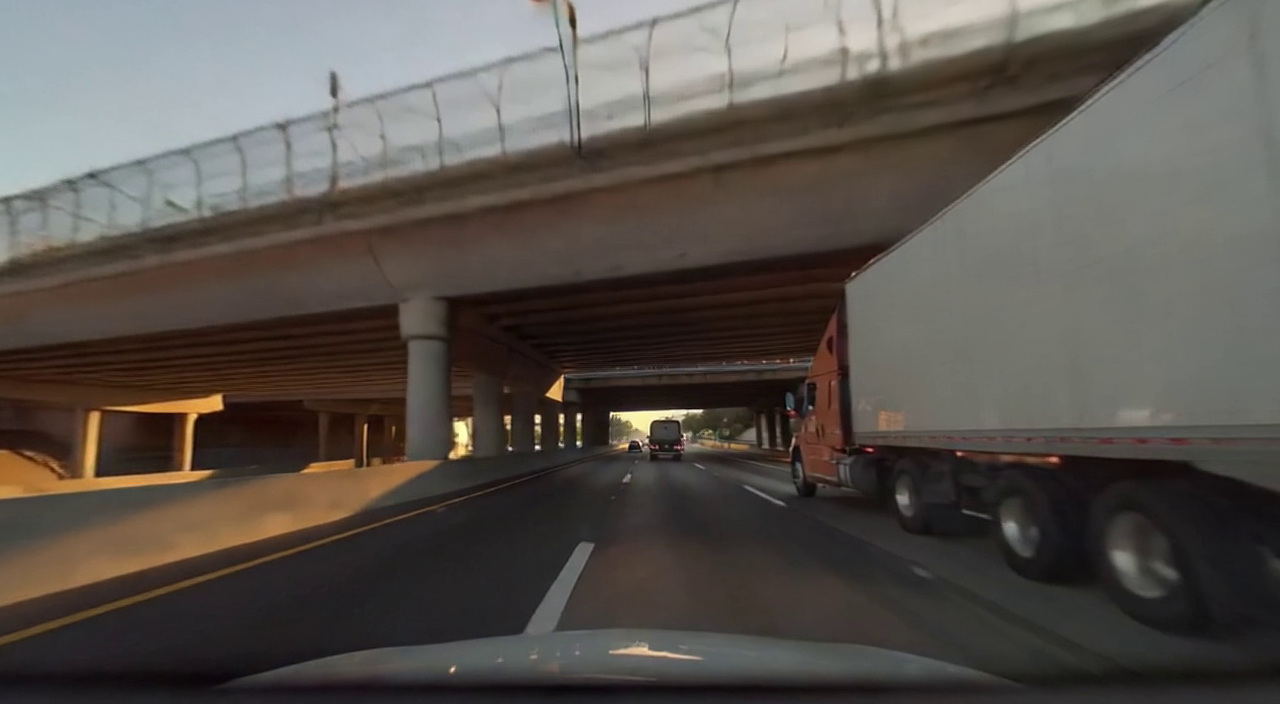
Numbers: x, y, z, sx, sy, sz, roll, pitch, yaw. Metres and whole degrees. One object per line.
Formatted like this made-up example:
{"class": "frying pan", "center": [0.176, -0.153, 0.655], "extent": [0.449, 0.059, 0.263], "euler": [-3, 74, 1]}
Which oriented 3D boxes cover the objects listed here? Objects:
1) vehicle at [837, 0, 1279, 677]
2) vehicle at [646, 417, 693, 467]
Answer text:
{"class": "vehicle", "center": [4.993, 0.110, 5.711], "extent": [2.997, 3.983, 10.860], "euler": [1, -8, 0]}
{"class": "vehicle", "center": [1.593, 5.260, 36.703], "extent": [2.481, 2.618, 6.314], "euler": [-1, -8, 0]}
